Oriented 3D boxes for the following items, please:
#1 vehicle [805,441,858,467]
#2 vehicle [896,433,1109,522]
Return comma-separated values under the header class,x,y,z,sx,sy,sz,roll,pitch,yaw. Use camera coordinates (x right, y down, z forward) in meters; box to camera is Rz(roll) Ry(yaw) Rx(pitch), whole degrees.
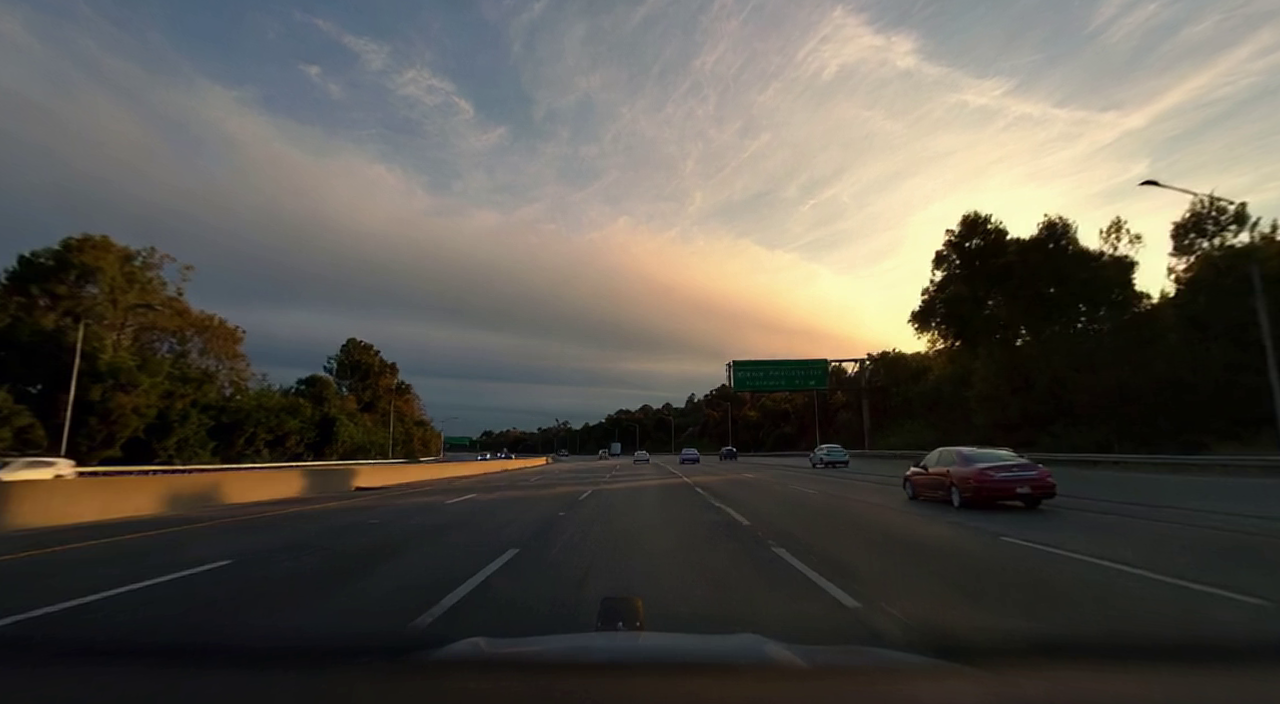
class,x,y,z,sx,sy,sz,roll,pitch,yaw
vehicle,14.206,7.609,47.163,2.107,1.803,5.385,0,-9,-2
vehicle,7.696,2.688,14.000,2.124,1.661,4.267,0,-9,-1
